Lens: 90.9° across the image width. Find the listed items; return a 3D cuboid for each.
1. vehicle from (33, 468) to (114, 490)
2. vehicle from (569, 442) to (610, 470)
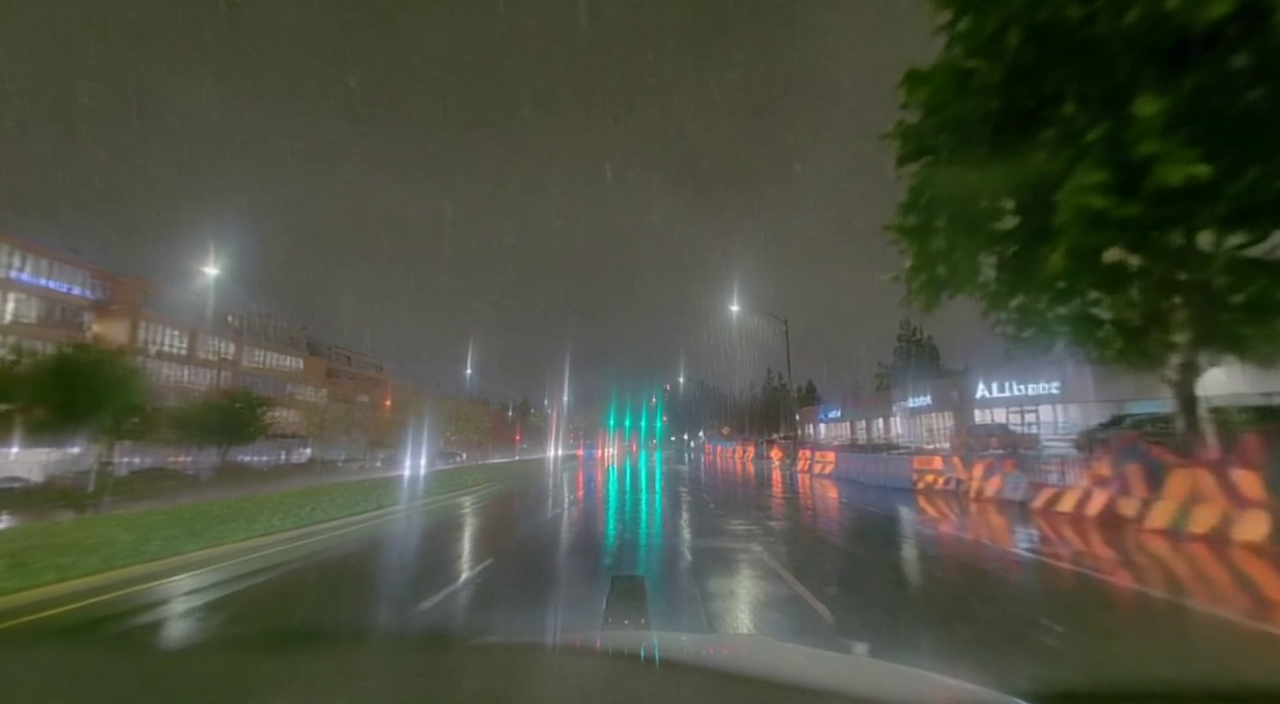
[{"bbox_3d":[-42.166,9.437,46.932,4.408,1.475,1.792,-1,-9,4],"label":"vehicle"},{"bbox_3d":[-2.791,5.835,35.504,1.926,1.442,4.231,0,-8,1],"label":"vehicle"}]
